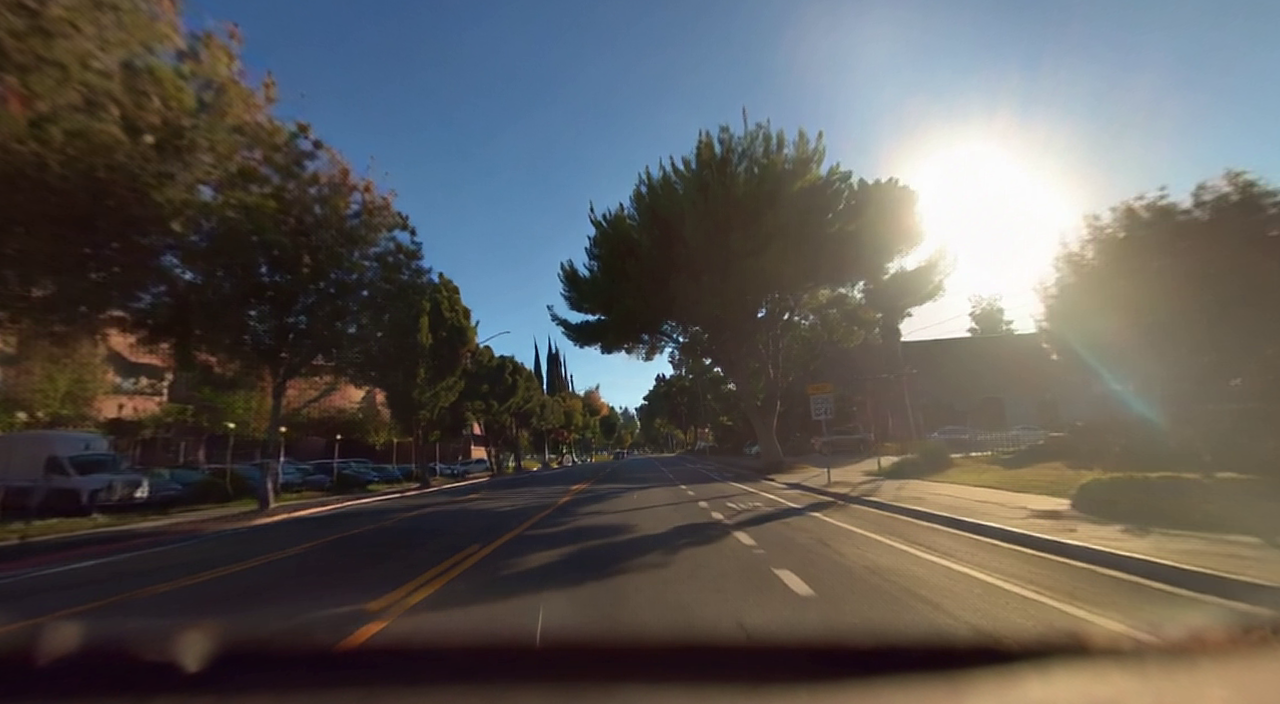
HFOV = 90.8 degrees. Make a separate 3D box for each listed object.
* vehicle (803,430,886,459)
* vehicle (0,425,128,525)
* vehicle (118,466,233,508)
[{"bbox_3d":[12.855,5.831,39.707,4.632,1.701,1.975,-5,-10,27],"label":"vehicle"},{"bbox_3d":[-19.459,3.791,19.942,5.971,2.749,2.293,-4,-9,22],"label":"vehicle"},{"bbox_3d":[-18.835,5.417,25.609,4.295,1.486,1.881,-5,-10,26],"label":"vehicle"}]
